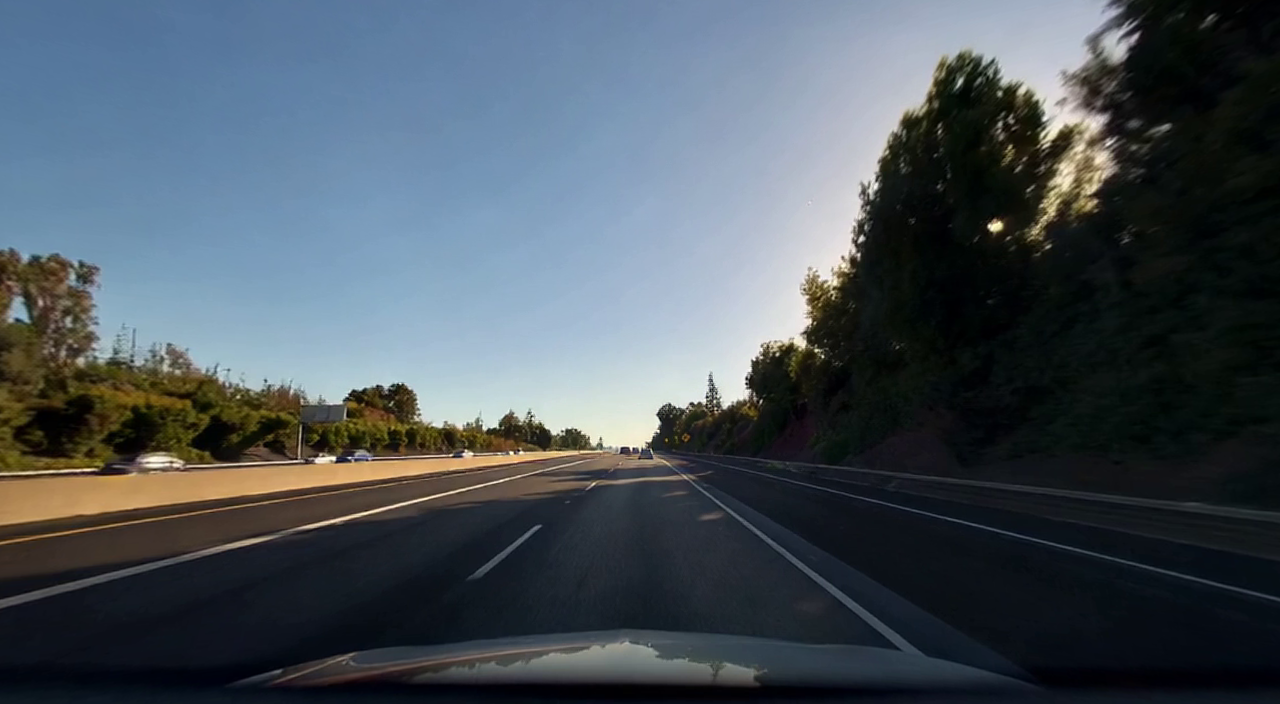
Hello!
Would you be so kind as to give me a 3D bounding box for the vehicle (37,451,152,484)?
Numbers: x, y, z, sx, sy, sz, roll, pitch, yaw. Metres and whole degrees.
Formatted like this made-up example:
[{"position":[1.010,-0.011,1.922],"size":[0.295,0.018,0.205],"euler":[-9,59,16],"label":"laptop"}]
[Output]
[{"position":[-35.732,7.519,41.544],"size":[2.235,1.961,5.862],"euler":[0,-9,1],"label":"vehicle"}]
